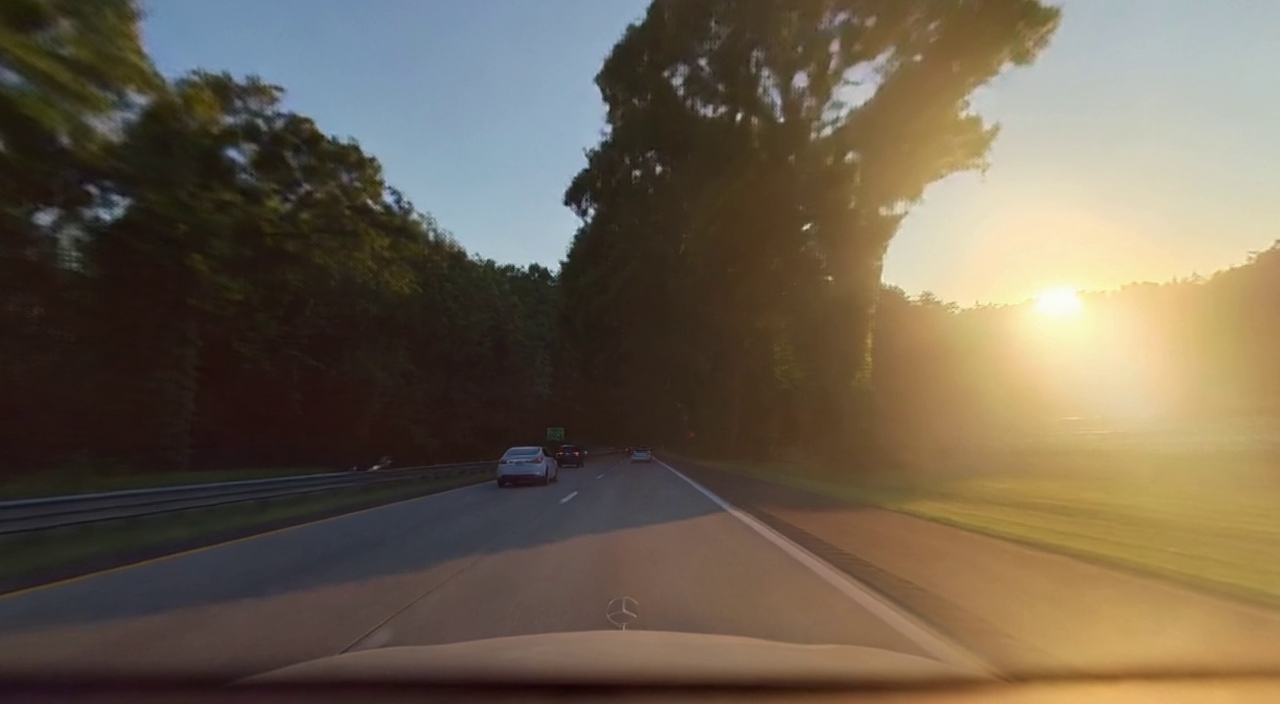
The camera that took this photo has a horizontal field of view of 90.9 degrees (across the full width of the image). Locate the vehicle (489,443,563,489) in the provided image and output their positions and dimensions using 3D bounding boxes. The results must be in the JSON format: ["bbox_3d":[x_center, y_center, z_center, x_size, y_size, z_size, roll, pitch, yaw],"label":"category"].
[{"bbox_3d":[-4.093,4.172,23.270,1.978,1.538,3.755,0,-9,1],"label":"vehicle"}]

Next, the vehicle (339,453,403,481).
[{"bbox_3d":[-16.027,6.870,37.803,1.811,1.537,4.569,0,-9,0],"label":"vehicle"}]

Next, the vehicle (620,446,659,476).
[{"bbox_3d":[-0.052,5.886,34.092,2.001,1.490,3.914,0,-9,0],"label":"vehicle"}]

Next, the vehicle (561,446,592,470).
[{"bbox_3d":[-4.509,7.604,45.381,1.834,1.615,3.624,0,-9,0],"label":"vehicle"}]
